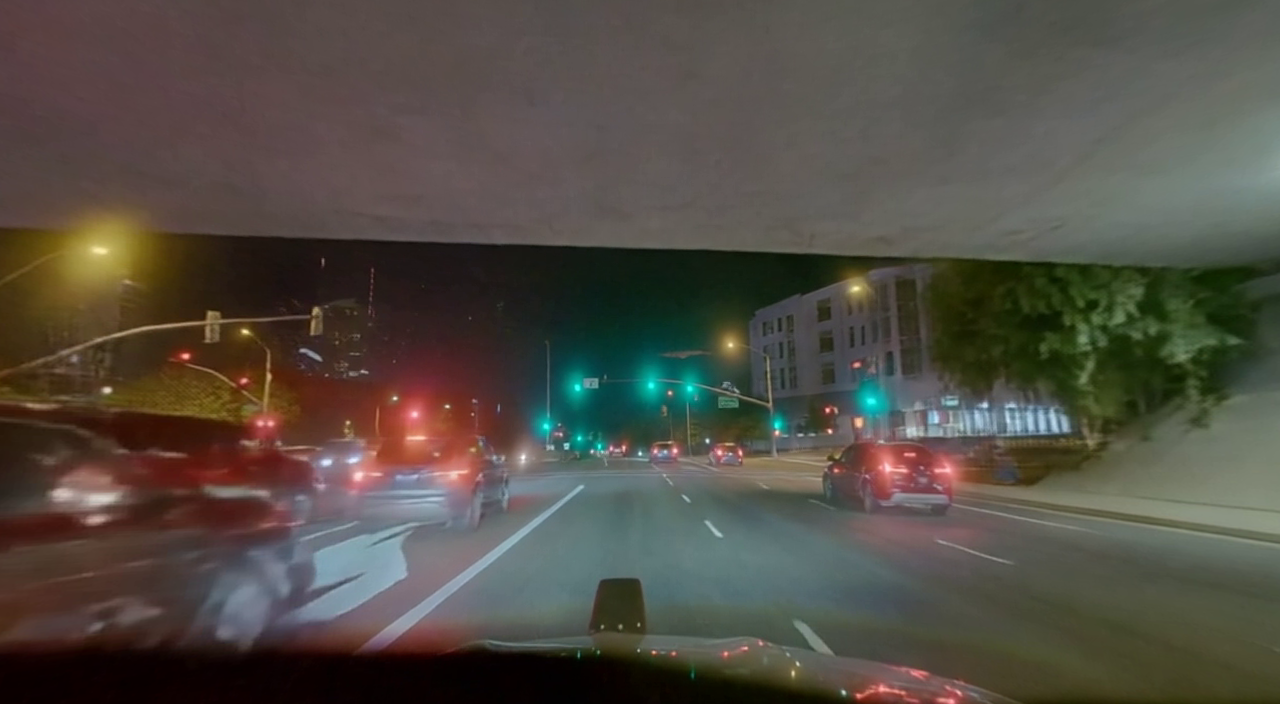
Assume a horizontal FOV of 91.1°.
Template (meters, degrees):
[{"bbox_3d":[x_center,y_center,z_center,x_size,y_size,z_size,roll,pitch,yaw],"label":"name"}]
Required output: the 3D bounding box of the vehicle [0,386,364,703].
[{"bbox_3d":[-3.036,0.915,2.352,1.980,1.491,4.351,0,-8,0],"label":"vehicle"}]

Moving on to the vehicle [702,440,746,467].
[{"bbox_3d":[5.148,6.288,39.018,1.924,1.527,4.268,0,-8,-2],"label":"vehicle"}]

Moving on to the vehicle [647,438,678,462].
[{"bbox_3d":[1.662,7.523,48.396,2.034,1.762,4.420,0,-9,-3],"label":"vehicle"}]

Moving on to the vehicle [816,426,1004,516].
[{"bbox_3d":[5.618,2.523,13.844,2.056,1.624,4.498,0,-8,-1],"label":"vehicle"}]

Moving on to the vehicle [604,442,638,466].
[{"bbox_3d":[-1.196,6.384,39.390,2.026,1.453,3.780,0,-8,-2],"label":"vehicle"}]

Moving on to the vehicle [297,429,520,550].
[{"bbox_3d":[-3.398,2.104,10.382,1.836,1.518,4.727,0,-8,1],"label":"vehicle"}]
